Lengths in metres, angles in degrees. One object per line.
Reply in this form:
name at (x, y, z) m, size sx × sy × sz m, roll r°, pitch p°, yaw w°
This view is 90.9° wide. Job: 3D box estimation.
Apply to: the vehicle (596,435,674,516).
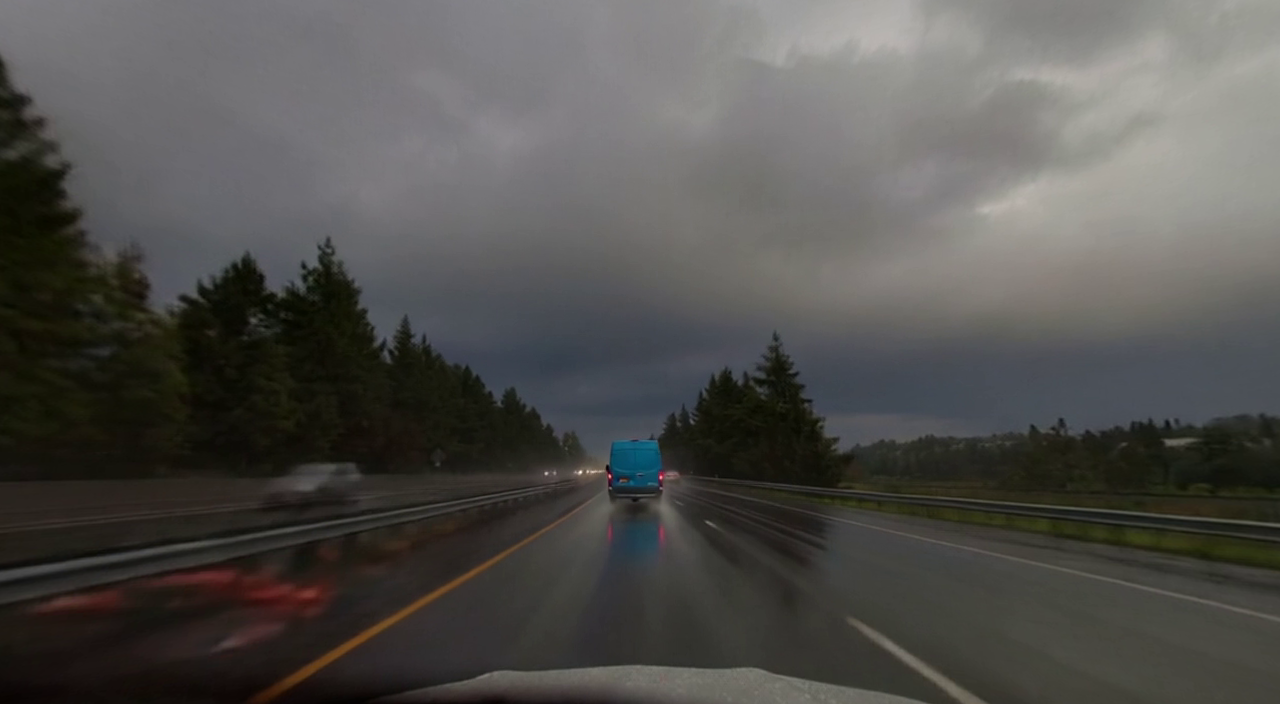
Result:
vehicle at (-0.268, 4.355, 22.503) m, size 2.375 × 2.432 × 6.161 m, roll 1°, pitch -10°, yaw -2°
